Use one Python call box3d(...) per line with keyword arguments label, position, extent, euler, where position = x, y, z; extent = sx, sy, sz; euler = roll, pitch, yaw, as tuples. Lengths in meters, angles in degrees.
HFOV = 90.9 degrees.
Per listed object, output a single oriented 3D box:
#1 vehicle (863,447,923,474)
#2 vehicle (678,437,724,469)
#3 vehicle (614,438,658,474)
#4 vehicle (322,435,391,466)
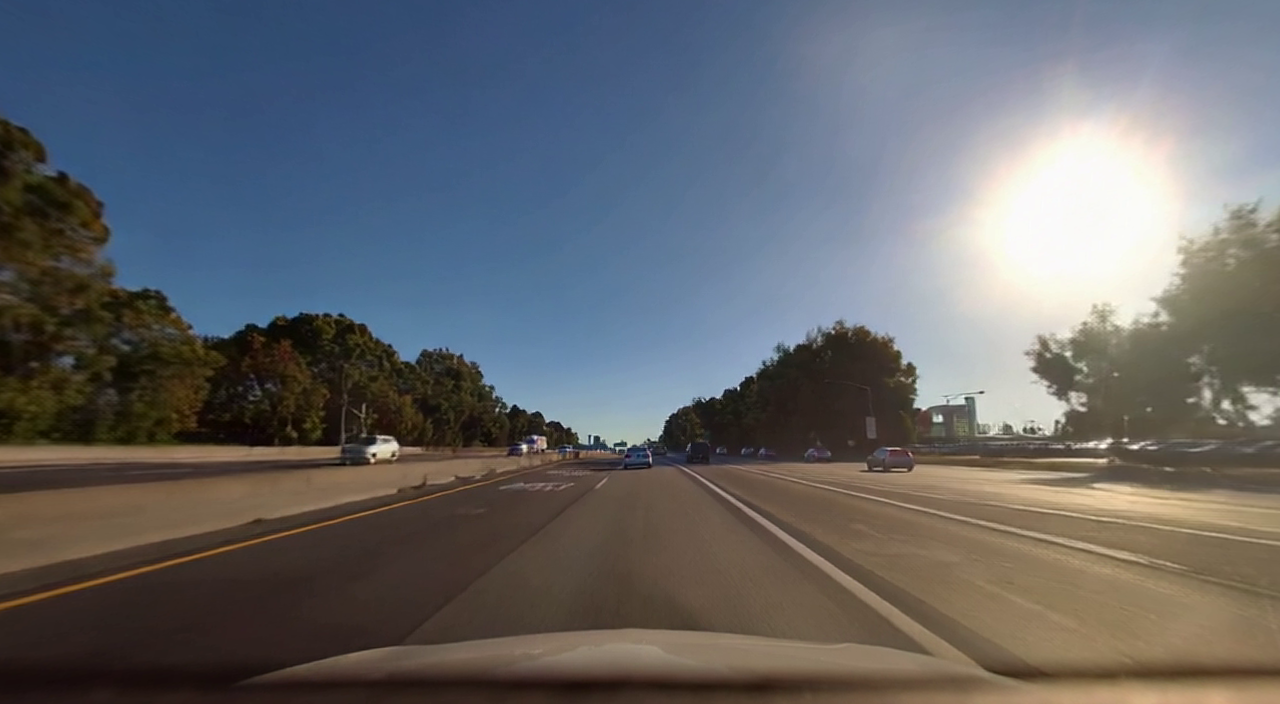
box3d(label="vehicle", position=(14.996, 6.415, 37.634), extent=(1.872, 1.459, 4.502), euler=(0, -9, 2))
box3d(label="vehicle", position=(4.038, 6.854, 43.105), extent=(2.505, 2.020, 5.532), euler=(0, -9, -1))
box3d(label="vehicle", position=(-0.182, 5.369, 32.707), extent=(2.105, 1.711, 4.293), euler=(0, -8, 0))
box3d(label="vehicle", position=(-17.981, 6.258, 40.263), extent=(2.130, 1.820, 4.797), euler=(0, -9, 0))
